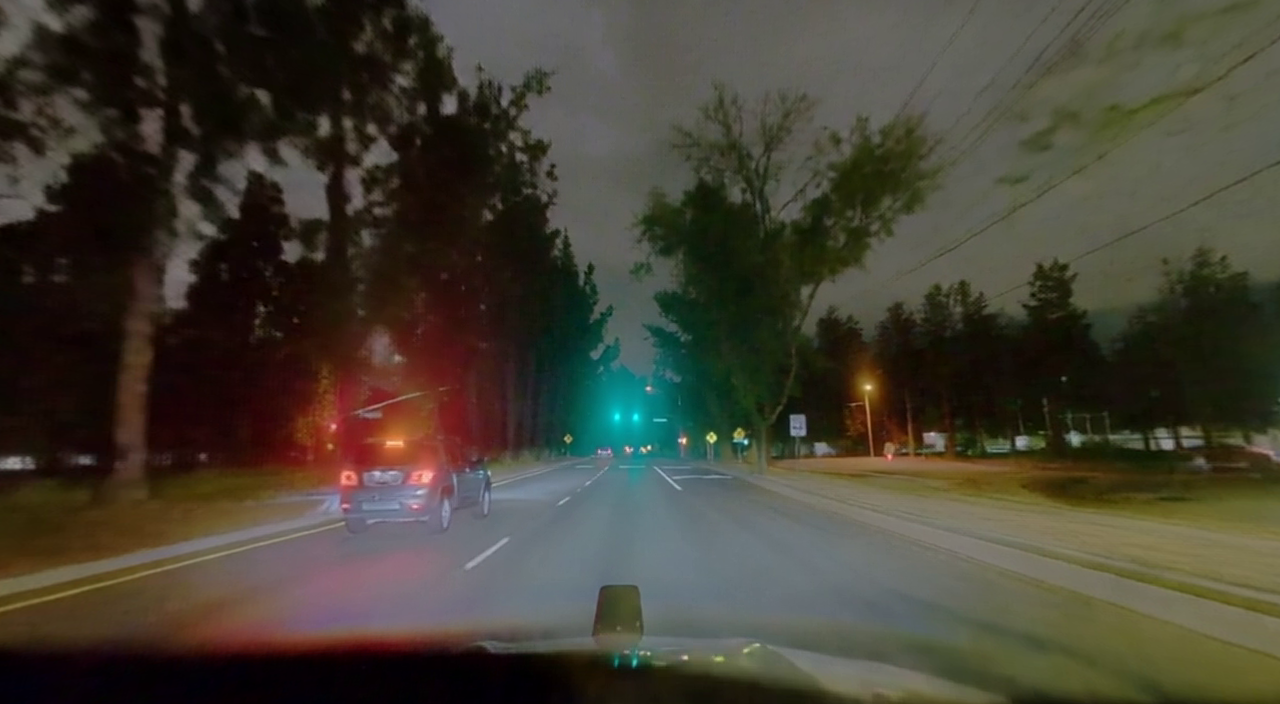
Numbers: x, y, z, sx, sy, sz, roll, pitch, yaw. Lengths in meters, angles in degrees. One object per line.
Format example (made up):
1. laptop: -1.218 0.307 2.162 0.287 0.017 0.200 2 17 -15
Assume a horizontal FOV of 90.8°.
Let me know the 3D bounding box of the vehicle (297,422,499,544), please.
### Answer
1. vehicle: -3.982 2.213 11.254 2.018 1.769 3.897 0 -9 0
